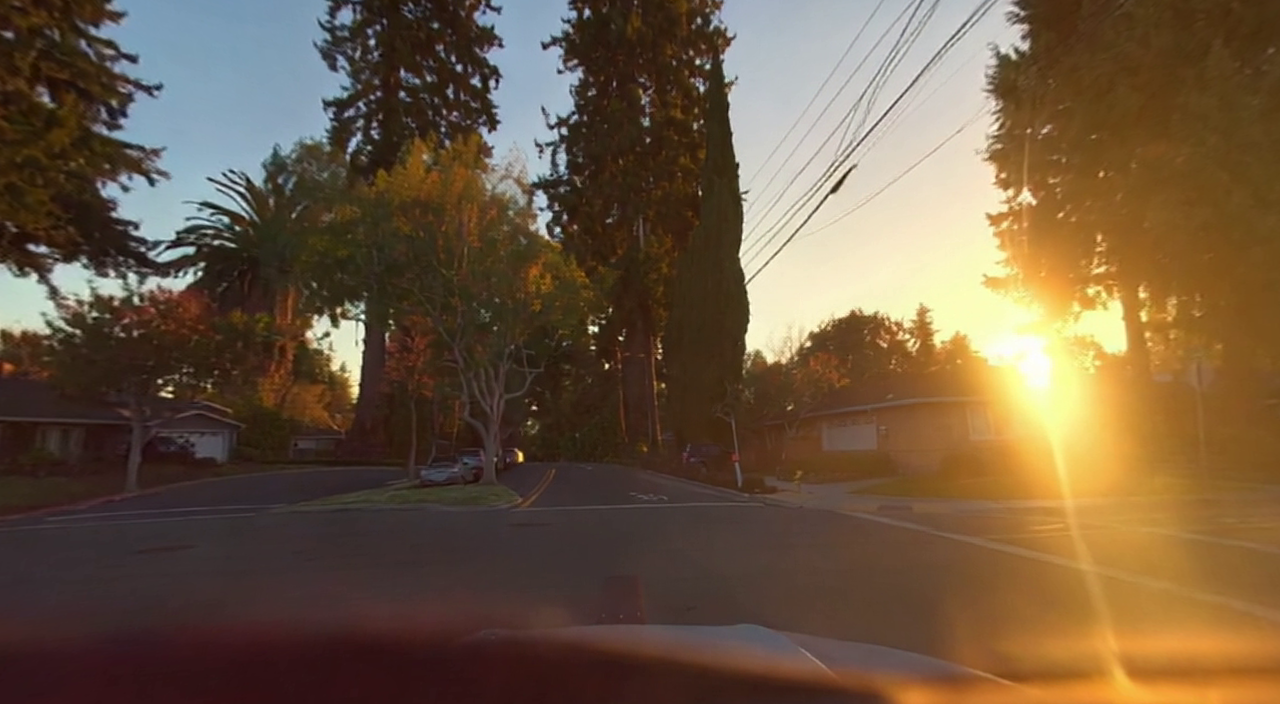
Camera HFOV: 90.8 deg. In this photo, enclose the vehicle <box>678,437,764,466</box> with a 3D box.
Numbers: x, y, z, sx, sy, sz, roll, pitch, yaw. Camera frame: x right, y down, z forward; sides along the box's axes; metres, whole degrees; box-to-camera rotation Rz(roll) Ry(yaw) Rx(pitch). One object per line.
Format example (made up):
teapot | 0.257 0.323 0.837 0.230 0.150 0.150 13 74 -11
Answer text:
vehicle | 4.832 6.004 38.100 4.784 1.647 1.947 1 -8 -9
